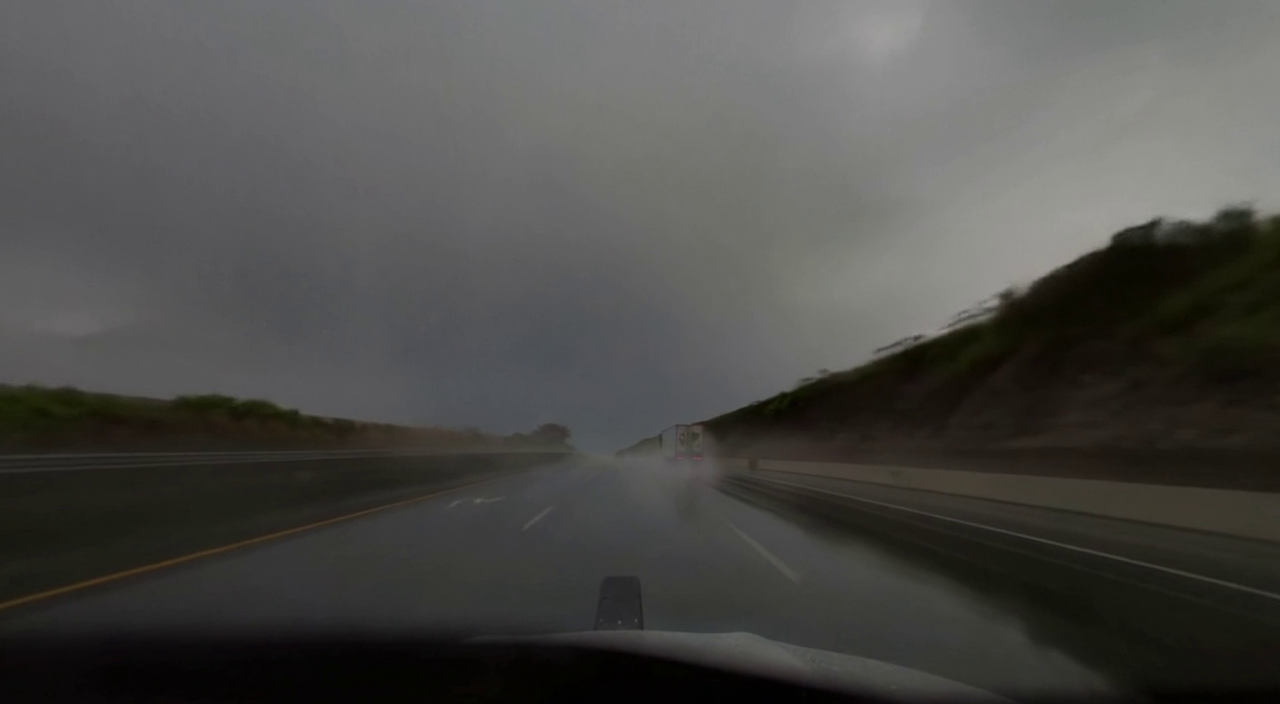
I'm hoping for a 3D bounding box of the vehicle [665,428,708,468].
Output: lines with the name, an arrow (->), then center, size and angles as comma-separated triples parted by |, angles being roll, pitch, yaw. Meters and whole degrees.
vehicle -> 3.253, 6.881, 44.889 | 2.527, 2.682, 4.082 | 0, -9, -4
